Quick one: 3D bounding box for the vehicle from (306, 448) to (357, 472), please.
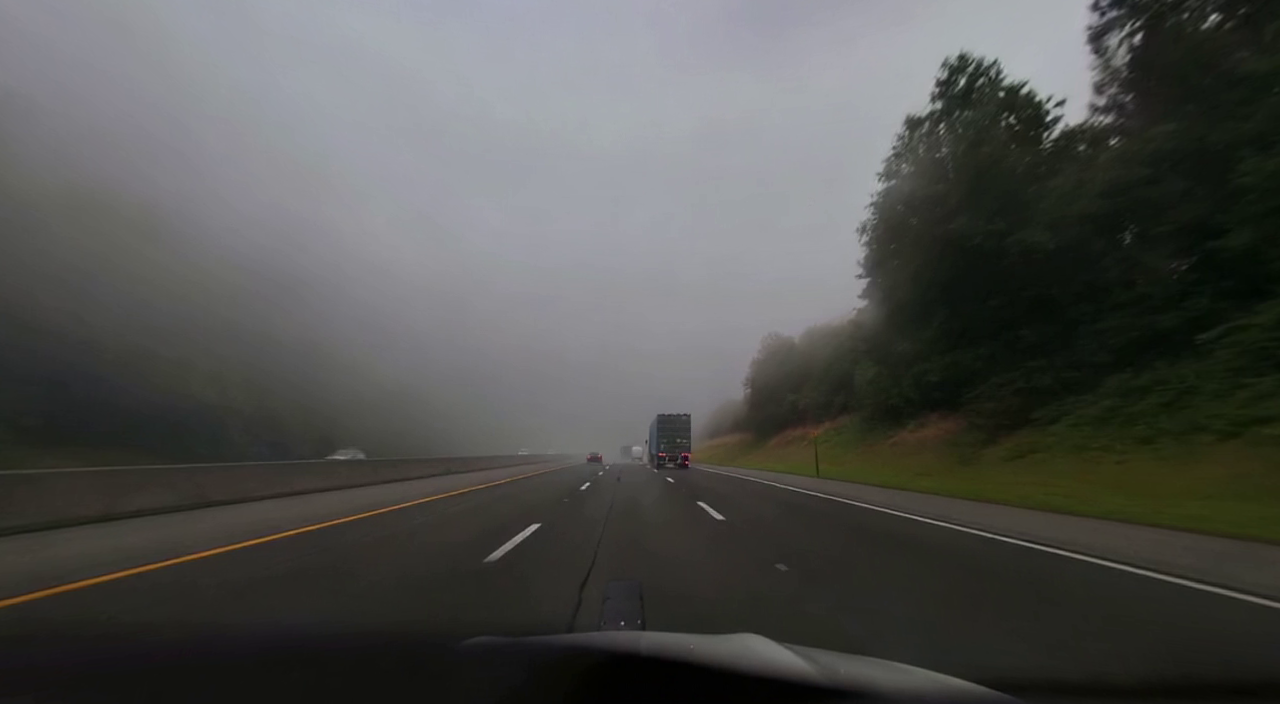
[{"bbox_3d":[-20.157,7.029,41.290,1.636,1.467,3.540,0,-9,-2],"label":"vehicle"}]
